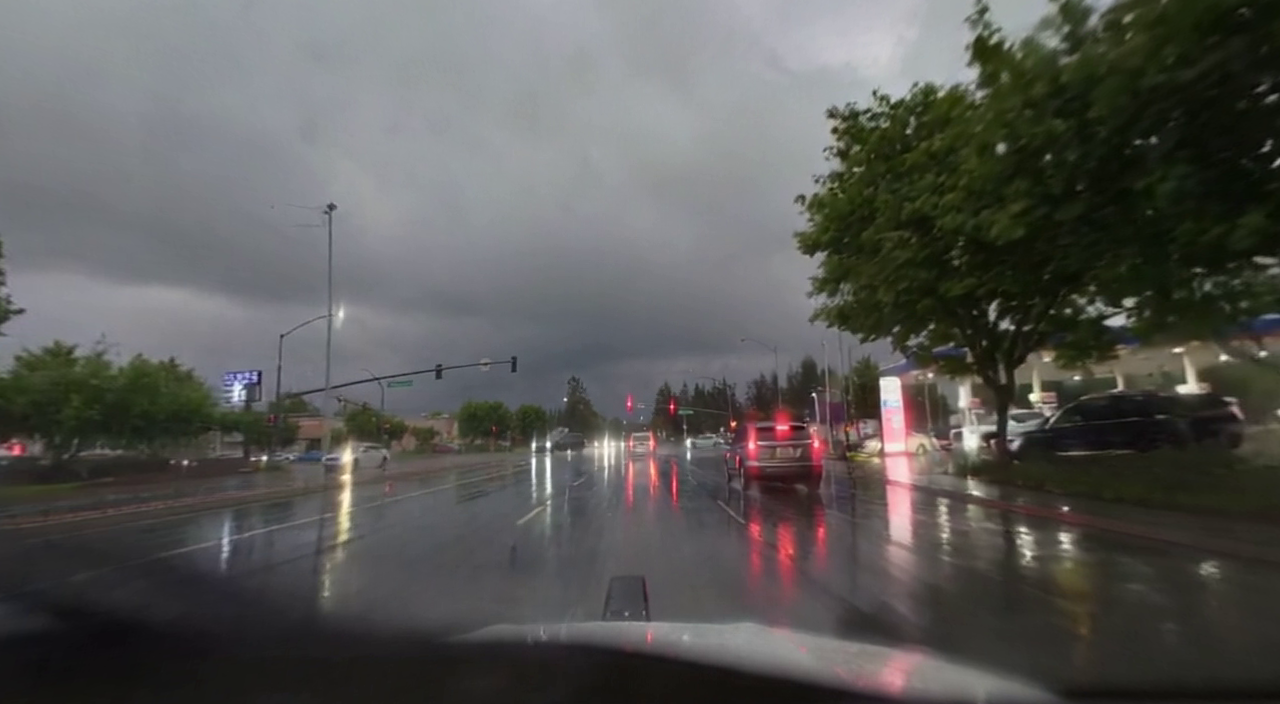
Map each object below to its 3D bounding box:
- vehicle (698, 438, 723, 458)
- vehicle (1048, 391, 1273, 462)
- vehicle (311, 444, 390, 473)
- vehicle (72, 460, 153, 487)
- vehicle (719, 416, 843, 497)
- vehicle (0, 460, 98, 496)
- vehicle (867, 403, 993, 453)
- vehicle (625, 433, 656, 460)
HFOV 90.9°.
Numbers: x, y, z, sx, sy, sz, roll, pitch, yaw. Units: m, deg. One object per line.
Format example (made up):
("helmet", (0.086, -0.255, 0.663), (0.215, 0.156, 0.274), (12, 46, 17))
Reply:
("vehicle", (5.293, 7.260, 47.504), (1.719, 1.420, 4.007), (-1, -9, 4))
("vehicle", (15.805, 2.318, 19.397), (4.864, 2.023, 2.132), (0, -9, 2))
("vehicle", (-17.348, 6.373, 37.987), (1.883, 1.623, 4.588), (-2, -9, 12))
("vehicle", (-40.048, 9.205, 47.927), (4.632, 1.454, 1.808), (2, -9, -42))
("vehicle", (3.411, 2.659, 16.250), (2.083, 1.779, 4.347), (0, -9, -1))
("vehicle", (-29.664, 6.138, 31.044), (1.870, 1.508, 4.441), (0, -9, 2))
("vehicle", (16.223, 4.298, 35.475), (5.790, 2.675, 2.554), (1, -9, -5))
("vehicle", (0.066, 6.542, 43.623), (2.067, 1.702, 3.987), (0, -9, 1))
